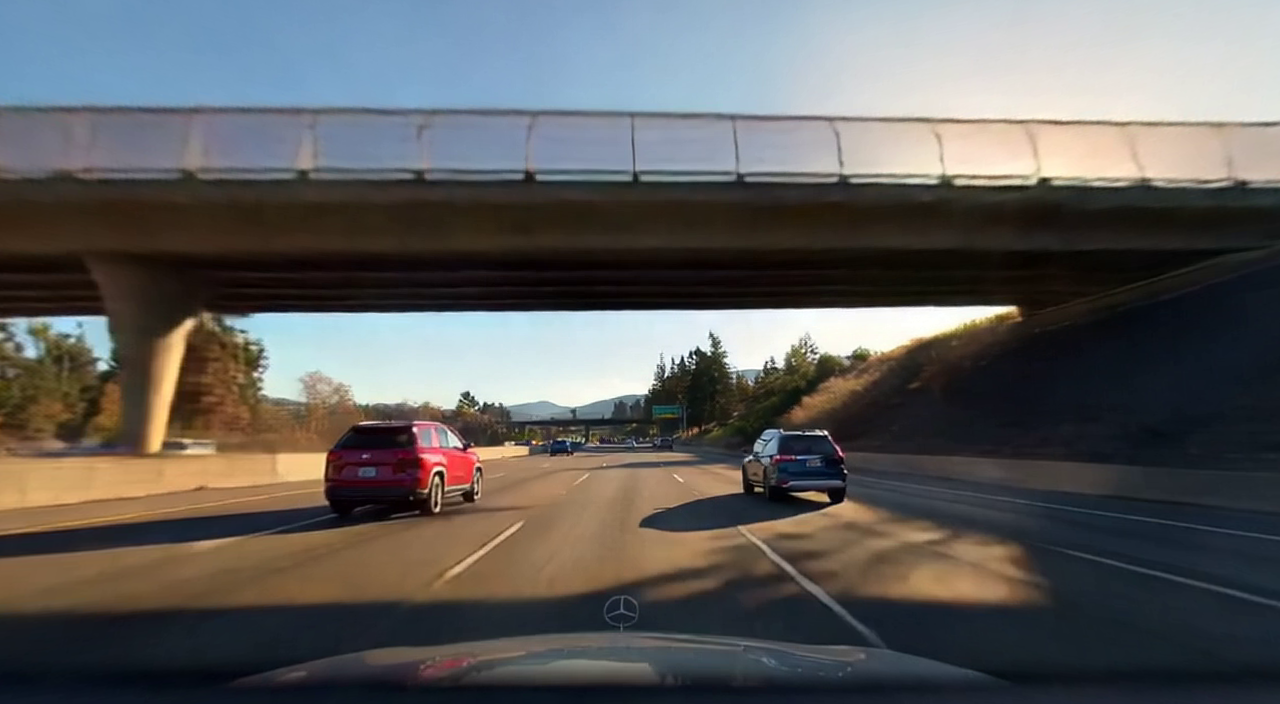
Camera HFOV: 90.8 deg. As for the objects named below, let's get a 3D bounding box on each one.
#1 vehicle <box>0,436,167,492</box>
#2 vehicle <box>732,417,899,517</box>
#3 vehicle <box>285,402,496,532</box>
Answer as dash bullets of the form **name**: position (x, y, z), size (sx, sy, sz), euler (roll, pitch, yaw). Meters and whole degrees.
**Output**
- **vehicle**: position (-18.722, 3.695, 21.253), size (1.994, 1.631, 4.711), euler (0, -8, -1)
- **vehicle**: position (3.462, 2.390, 13.546), size (2.185, 1.749, 4.477), euler (0, -8, -1)
- **vehicle**: position (-4.197, 2.037, 11.677), size (2.018, 1.872, 4.728), euler (0, -8, -1)
